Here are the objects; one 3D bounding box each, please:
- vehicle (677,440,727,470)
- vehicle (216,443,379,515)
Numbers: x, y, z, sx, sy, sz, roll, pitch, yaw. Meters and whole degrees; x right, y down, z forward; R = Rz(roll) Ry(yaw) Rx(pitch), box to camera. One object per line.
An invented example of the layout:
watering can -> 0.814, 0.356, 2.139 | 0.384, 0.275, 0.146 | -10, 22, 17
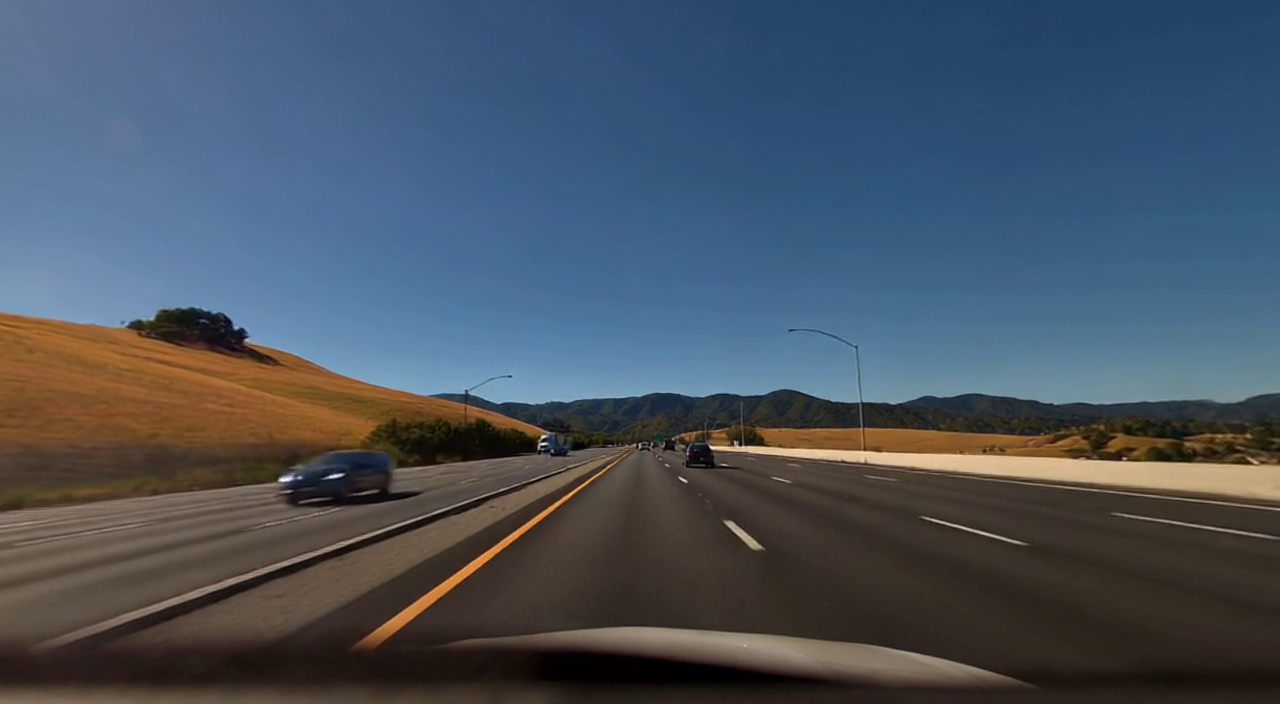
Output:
vehicle -> 3.077, 5.222, 32.220 | 2.044, 1.444, 4.216 | 0, -8, -1
vehicle -> -8.726, 3.217, 16.589 | 1.912, 1.612, 4.140 | 0, -8, 1
